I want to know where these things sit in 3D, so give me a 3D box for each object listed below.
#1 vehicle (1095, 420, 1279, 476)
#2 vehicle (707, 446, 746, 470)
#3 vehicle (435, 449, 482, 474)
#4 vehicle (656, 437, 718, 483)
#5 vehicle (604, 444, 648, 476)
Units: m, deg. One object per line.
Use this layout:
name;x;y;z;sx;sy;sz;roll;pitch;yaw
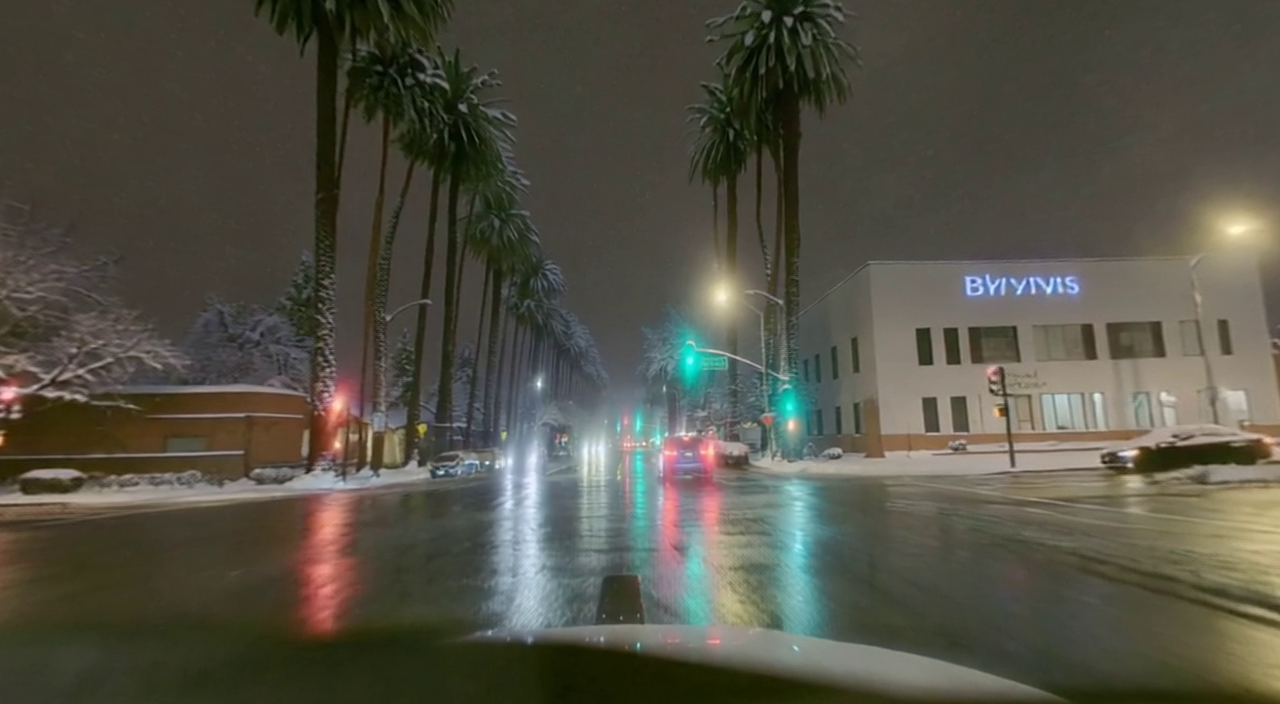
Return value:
vehicle;17.698;3.112;20.508;4.277;1.665;2.006;0;-9;-1
vehicle;5.699;6.995;41.946;1.860;1.479;4.676;0;-9;-1
vehicle;-13.547;8.195;47.418;2.084;1.747;4.481;-1;-9;1
vehicle;1.824;4.395;25.970;2.003;1.702;4.288;0;-9;-3
vehicle;-0.747;5.459;32.190;2.088;1.452;3.993;0;-9;-2
